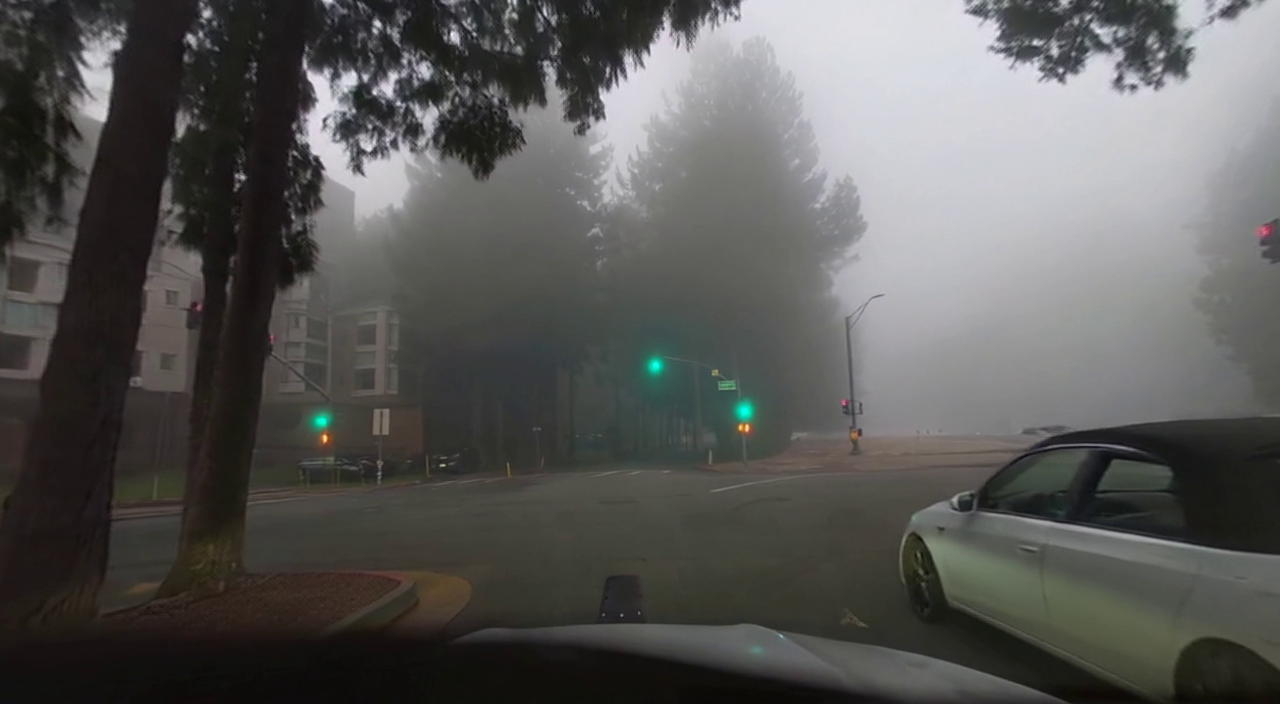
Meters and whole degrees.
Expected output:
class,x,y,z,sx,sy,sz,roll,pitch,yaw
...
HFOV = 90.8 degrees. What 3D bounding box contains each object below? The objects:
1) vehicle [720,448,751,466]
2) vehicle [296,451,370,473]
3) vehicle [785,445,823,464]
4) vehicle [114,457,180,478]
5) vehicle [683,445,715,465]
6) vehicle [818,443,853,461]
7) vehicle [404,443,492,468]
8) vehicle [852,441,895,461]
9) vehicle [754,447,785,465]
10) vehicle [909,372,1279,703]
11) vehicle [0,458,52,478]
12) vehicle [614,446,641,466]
class,x,y,z,sx,sy,sz,roll,pitch,yaw
vehicle,7.443,8.185,49.472,1.889,1.358,3.751,0,-9,0
vehicle,-21.670,7.792,44.713,4.207,1.508,1.875,0,-9,2
vehicle,12.748,7.982,49.268,2.006,1.371,3.426,0,-9,0
vehicle,-36.307,8.494,46.617,1.709,1.410,3.945,0,-9,-1
vehicle,4.507,7.978,49.144,1.983,1.453,4.180,0,-9,-1
vehicle,15.223,7.823,49.380,1.704,1.365,3.315,0,-9,1
vehicle,-14.675,7.916,48.441,6.021,1.868,2.172,0,-9,1
vehicle,18.076,7.686,48.955,1.970,1.449,3.604,0,-9,1
vehicle,10.044,8.067,49.181,1.692,1.343,3.352,0,-9,-1
vehicle,3.324,1.000,3.326,1.903,1.529,4.254,0,-9,0
vehicle,-46.217,8.613,47.066,1.627,1.392,3.330,0,-9,-1
vehicle,-1.000,8.113,49.384,2.024,1.489,4.613,0,-9,-1
